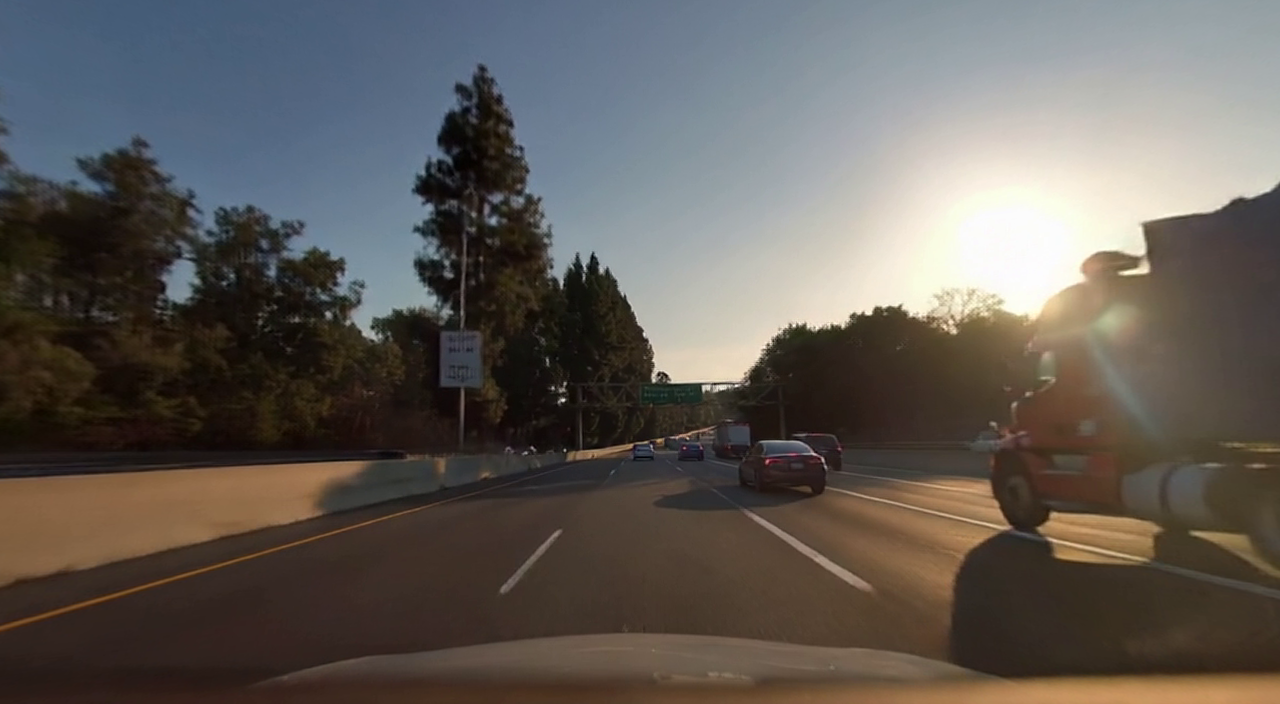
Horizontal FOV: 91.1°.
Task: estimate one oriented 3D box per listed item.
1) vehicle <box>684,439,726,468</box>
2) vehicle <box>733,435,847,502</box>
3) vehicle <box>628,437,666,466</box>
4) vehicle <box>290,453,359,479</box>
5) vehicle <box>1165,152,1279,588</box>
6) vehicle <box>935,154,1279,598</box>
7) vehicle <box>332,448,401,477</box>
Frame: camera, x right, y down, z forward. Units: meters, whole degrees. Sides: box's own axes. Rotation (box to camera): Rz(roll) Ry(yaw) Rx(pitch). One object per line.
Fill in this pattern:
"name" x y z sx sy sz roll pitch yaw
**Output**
"vehicle" 3.933 6.195 38.591 2.084 1.668 4.511 0 -8 0
"vehicle" 3.732 2.973 16.546 1.888 1.501 4.608 0 -8 0
"vehicle" 0.472 6.423 40.537 2.313 1.736 4.215 0 -8 1
"vehicle" -20.734 7.478 41.455 2.070 1.492 4.641 0 -8 1
"vehicle" 7.275 -0.365 2.152 2.752 3.975 9.319 0 -8 0
"vehicle" 7.286 0.613 8.447 2.824 4.018 7.624 0 -8 0
"vehicle" -17.038 6.879 39.346 2.123 1.677 4.721 0 -8 1
